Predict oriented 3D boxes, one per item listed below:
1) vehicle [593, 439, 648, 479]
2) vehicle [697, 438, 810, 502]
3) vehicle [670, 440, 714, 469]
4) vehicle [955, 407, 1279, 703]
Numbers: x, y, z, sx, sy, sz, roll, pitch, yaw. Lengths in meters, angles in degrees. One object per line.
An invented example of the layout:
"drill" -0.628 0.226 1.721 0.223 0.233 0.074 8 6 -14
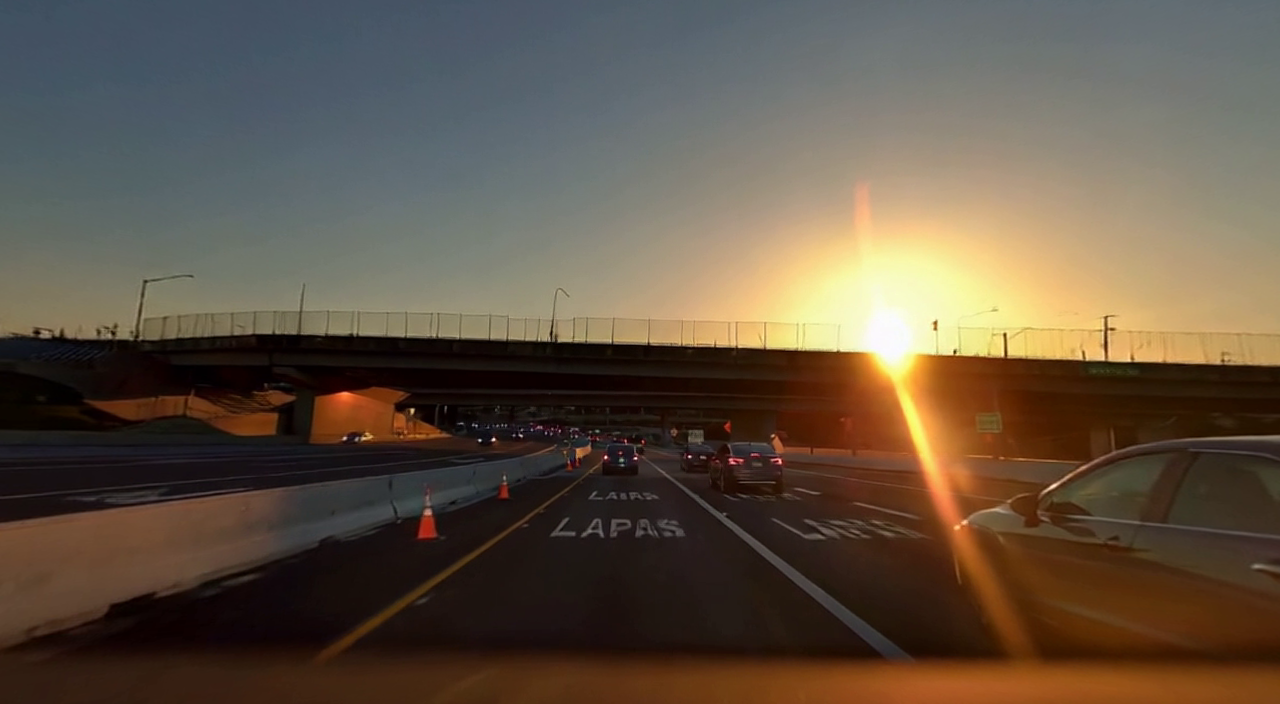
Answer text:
"vehicle" -0.775 4.377 26.085 2.069 1.470 4.004 0 -8 -1
"vehicle" 2.816 3.044 16.784 2.042 1.460 4.451 0 -8 -2
"vehicle" 2.839 5.756 35.591 1.916 1.487 4.117 0 -8 -3
"vehicle" 3.258 0.937 2.283 1.996 1.455 4.281 0 -8 0
